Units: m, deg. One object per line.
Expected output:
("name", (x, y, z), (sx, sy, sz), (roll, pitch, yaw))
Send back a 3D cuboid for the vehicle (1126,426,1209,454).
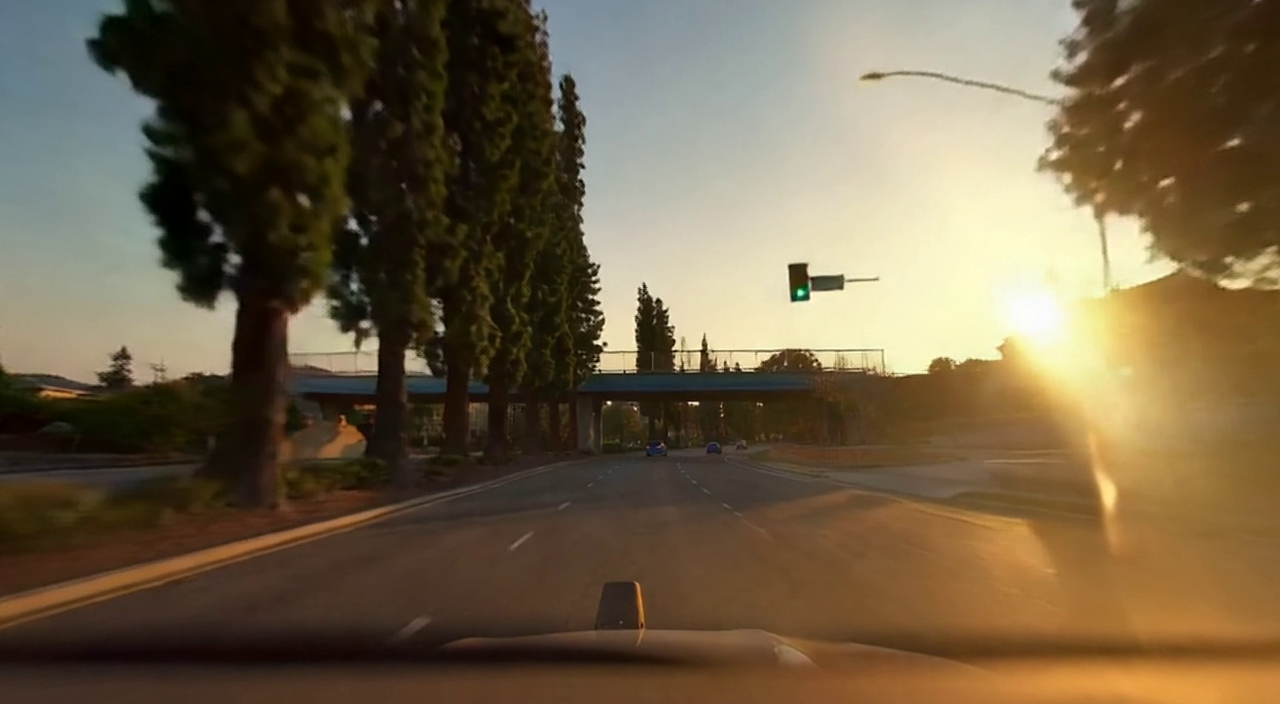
("vehicle", (30.749, 5.140, 36.874), (3.366, 1.397, 1.537), (-2, -11, -2))
